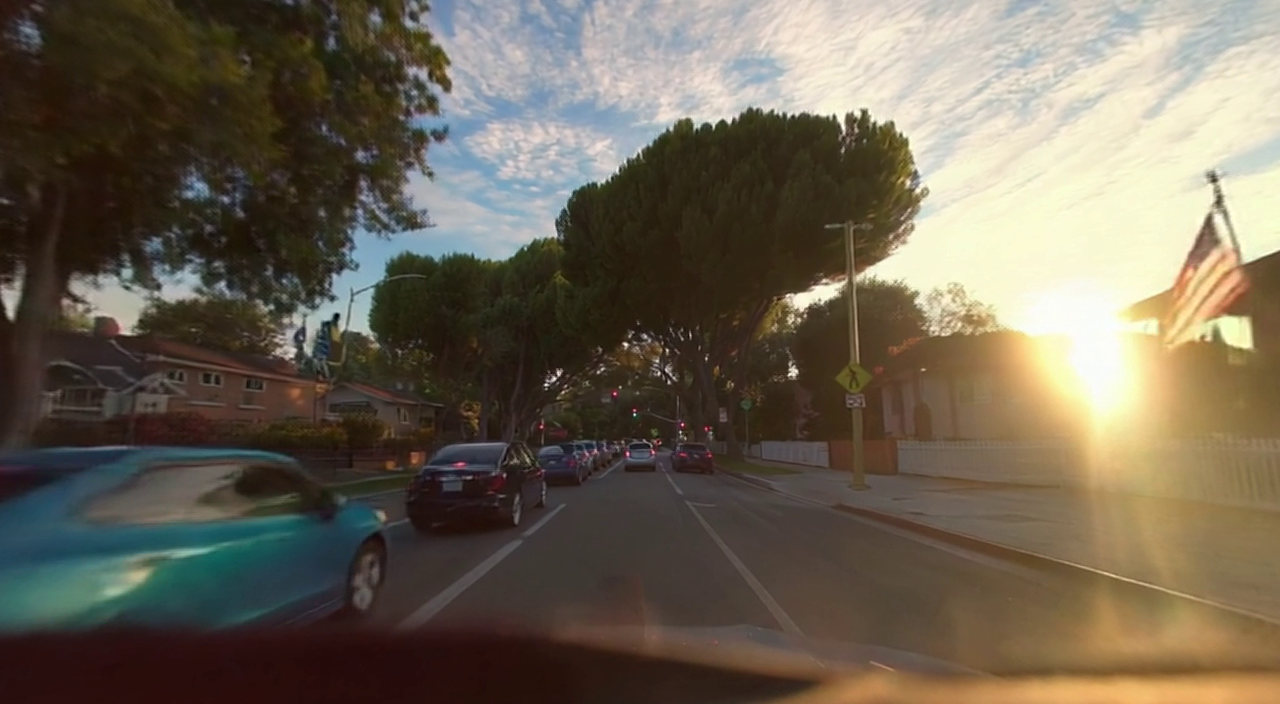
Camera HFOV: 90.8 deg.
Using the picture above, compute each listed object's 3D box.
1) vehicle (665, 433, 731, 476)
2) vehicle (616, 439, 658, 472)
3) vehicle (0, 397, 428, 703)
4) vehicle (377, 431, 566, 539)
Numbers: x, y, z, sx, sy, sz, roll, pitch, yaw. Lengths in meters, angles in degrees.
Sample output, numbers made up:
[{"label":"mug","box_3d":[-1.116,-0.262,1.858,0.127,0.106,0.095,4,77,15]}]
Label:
[{"label":"vehicle","box_3d":[2.352,4.338,26.923,2.258,1.682,4.635,0,-9,-1]},{"label":"vehicle","box_3d":[-0.170,5.054,31.017,1.927,1.453,3.848,0,-9,0]},{"label":"vehicle","box_3d":[-3.008,1.139,3.659,1.970,1.477,4.380,0,-9,1]},{"label":"vehicle","box_3d":[-2.650,2.218,11.234,2.081,1.488,4.566,0,-9,0]}]
